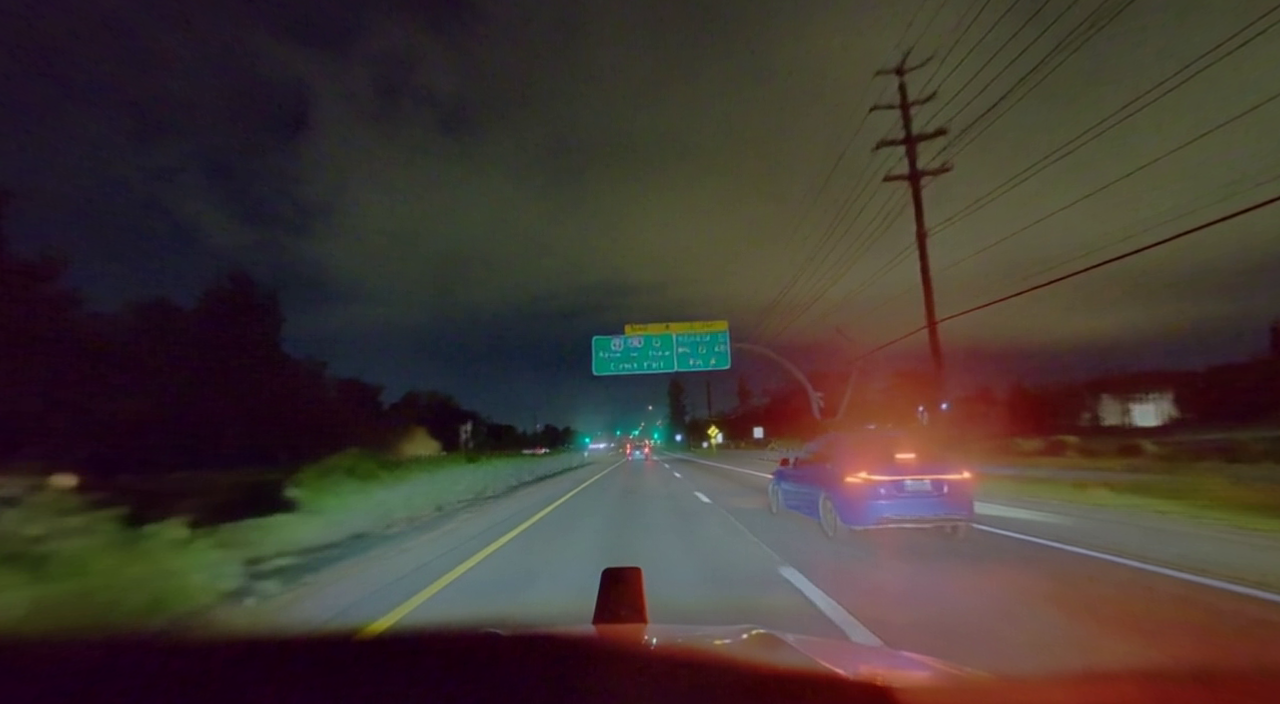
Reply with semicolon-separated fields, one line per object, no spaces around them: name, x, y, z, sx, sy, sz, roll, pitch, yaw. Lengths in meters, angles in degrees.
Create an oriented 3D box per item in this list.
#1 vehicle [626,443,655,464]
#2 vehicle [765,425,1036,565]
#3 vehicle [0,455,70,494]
vehicle;0.010;7.503;46.894;2.036;1.474;3.969;0;-8;0
vehicle;3.351;1.928;9.295;2.060;1.526;4.387;0;-8;-1
vehicle;-24.291;4.710;24.312;1.464;1.356;3.299;-1;-8;2
